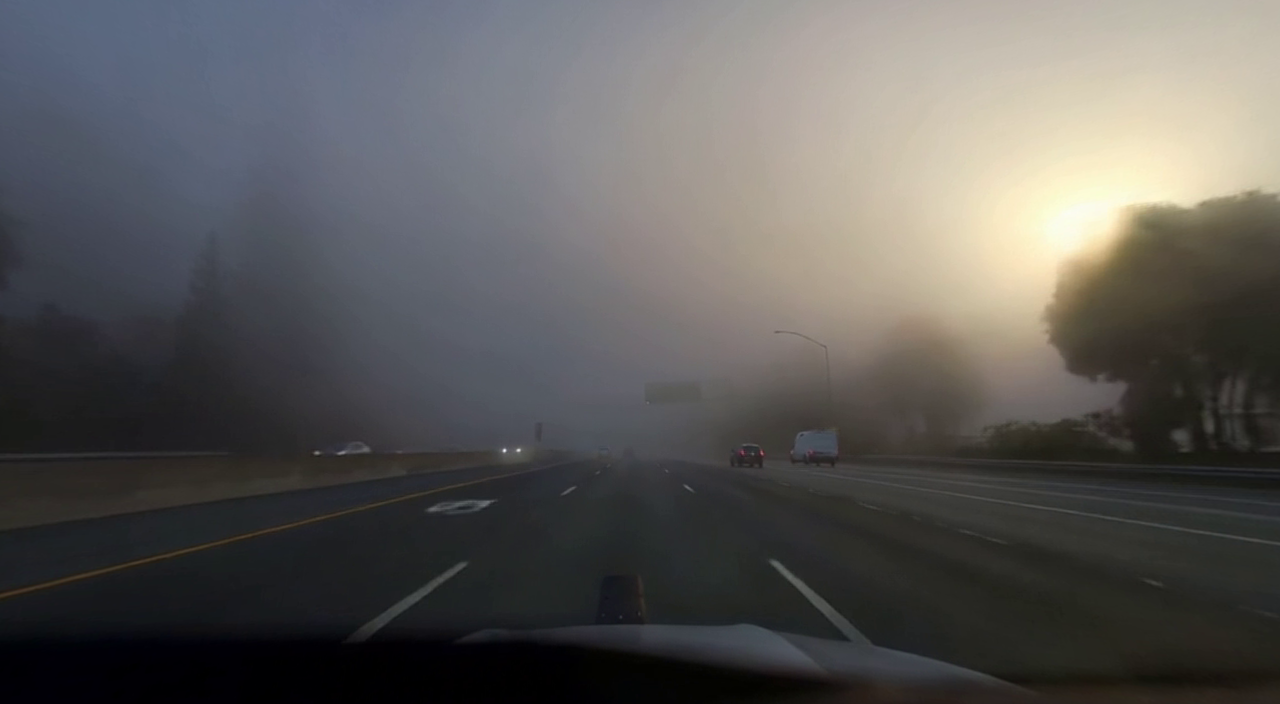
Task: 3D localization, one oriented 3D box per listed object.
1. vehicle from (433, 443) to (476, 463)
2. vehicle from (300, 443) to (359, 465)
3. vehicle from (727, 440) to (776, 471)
[{"bbox_3d":[-14.508,7.897,49.588,1.983,1.483,4.554,0,-9,0],"label":"vehicle"},{"bbox_3d":[-21.776,7.182,44.483,1.876,1.465,4.509,0,-9,0],"label":"vehicle"},{"bbox_3d":[6.566,6.140,37.549,2.081,1.705,3.926,0,-9,-1],"label":"vehicle"}]
